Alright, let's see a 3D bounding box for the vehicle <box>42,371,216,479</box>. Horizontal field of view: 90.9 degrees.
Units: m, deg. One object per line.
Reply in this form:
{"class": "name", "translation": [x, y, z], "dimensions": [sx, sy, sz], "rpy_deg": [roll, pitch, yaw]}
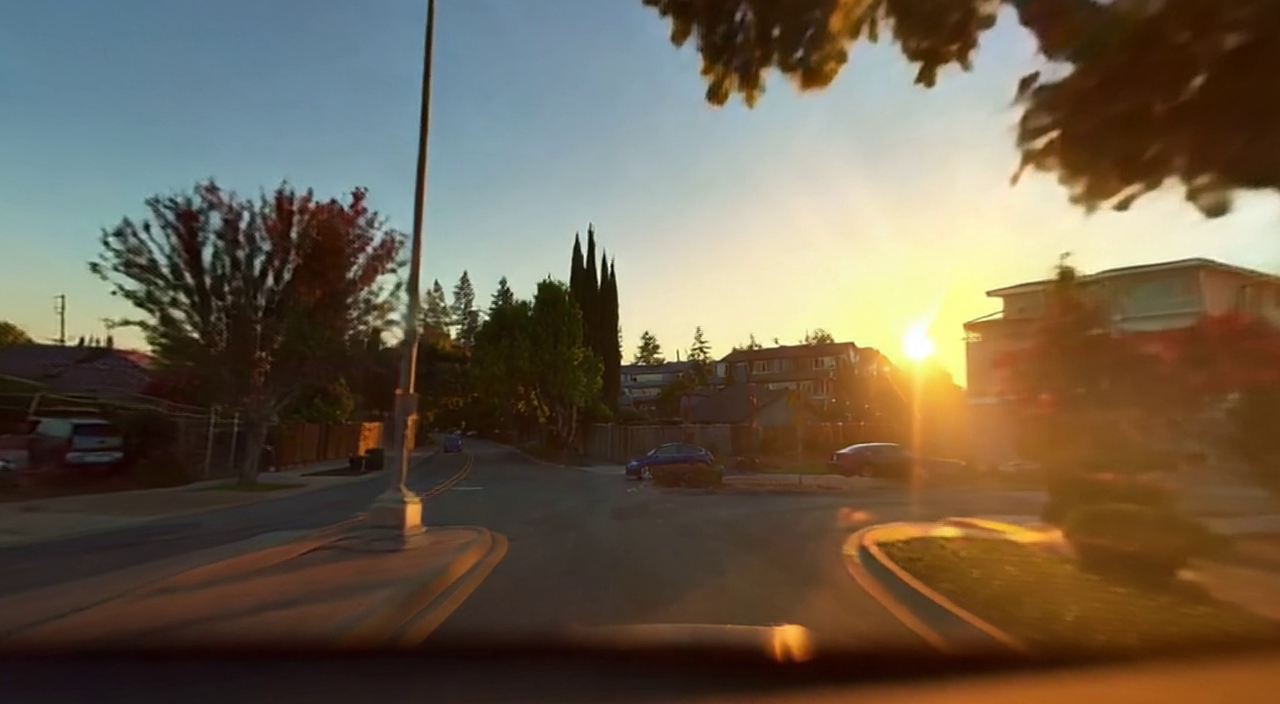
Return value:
{"class": "vehicle", "translation": [-19.248, 2.784, 24.274], "dimensions": [2.438, 3.594, 5.582], "rpy_deg": [3, -6, -9]}

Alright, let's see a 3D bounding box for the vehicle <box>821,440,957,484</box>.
{"class": "vehicle", "translation": [9.468, 4.219, 24.295], "dimensions": [4.378, 1.543, 2.080], "rpy_deg": [0, -9, 2]}

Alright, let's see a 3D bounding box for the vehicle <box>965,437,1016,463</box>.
{"class": "vehicle", "translation": [21.237, 5.958, 38.304], "dimensions": [1.825, 1.482, 4.073], "rpy_deg": [-2, -9, 17]}

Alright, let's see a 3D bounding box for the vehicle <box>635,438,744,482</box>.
{"class": "vehicle", "translation": [1.817, 4.081, 23.871], "dimensions": [3.772, 1.531, 1.949], "rpy_deg": [2, -9, -8]}
